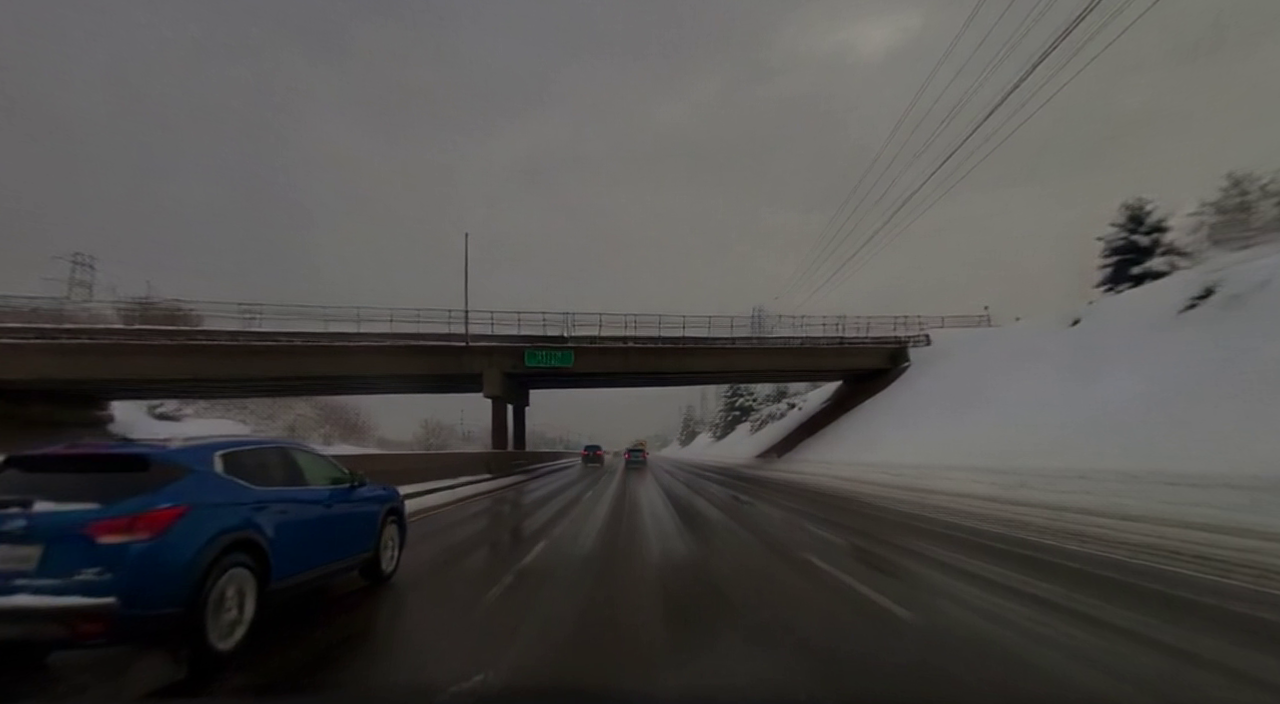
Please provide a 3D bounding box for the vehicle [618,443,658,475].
[{"bbox_3d":[-0.122,5.739,33.813,2.004,1.615,4.113,0,-9,-1],"label":"vehicle"}]

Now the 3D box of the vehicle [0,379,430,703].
[{"bbox_3d":[-3.220,1.196,4.620,1.987,1.548,3.981,0,-9,-1],"label":"vehicle"}]

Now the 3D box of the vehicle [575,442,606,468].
[{"bbox_3d":[-3.792,7.994,48.913,2.077,1.884,4.961,0,-9,0],"label":"vehicle"}]
